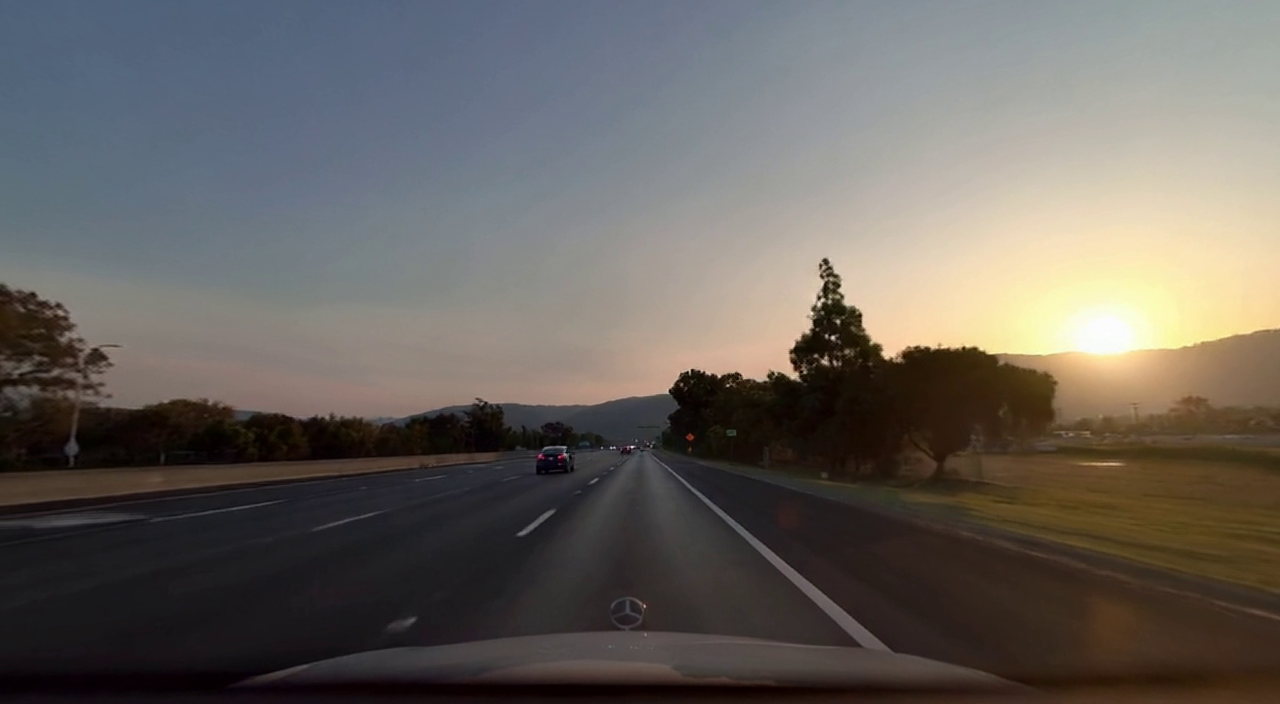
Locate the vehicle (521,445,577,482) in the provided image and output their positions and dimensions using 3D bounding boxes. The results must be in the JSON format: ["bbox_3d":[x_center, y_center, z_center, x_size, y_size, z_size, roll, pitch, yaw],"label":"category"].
[{"bbox_3d":[-3.857,4.780,27.367,1.786,1.488,4.023,0,-9,1],"label":"vehicle"}]
